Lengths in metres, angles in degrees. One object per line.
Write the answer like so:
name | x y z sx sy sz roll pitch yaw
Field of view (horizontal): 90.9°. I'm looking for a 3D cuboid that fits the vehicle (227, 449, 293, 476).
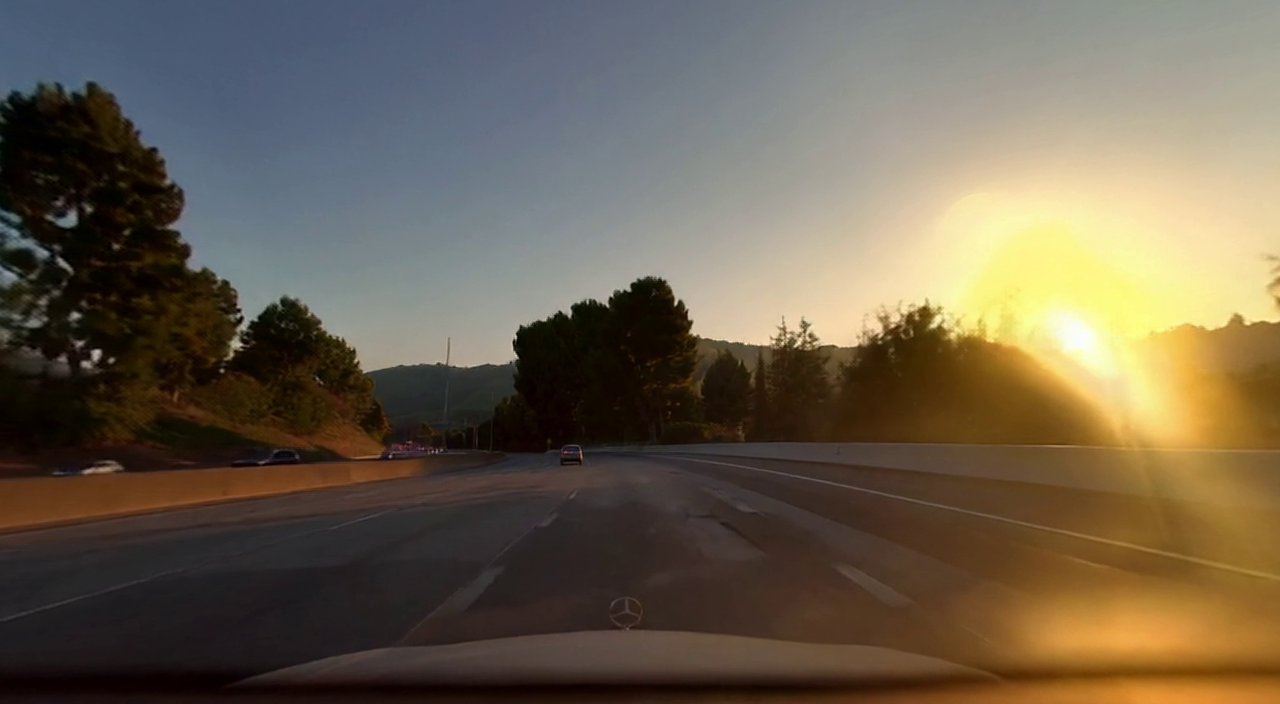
vehicle | -27.083 7.866 45.154 1.993 1.712 4.889 0 -8 -4
